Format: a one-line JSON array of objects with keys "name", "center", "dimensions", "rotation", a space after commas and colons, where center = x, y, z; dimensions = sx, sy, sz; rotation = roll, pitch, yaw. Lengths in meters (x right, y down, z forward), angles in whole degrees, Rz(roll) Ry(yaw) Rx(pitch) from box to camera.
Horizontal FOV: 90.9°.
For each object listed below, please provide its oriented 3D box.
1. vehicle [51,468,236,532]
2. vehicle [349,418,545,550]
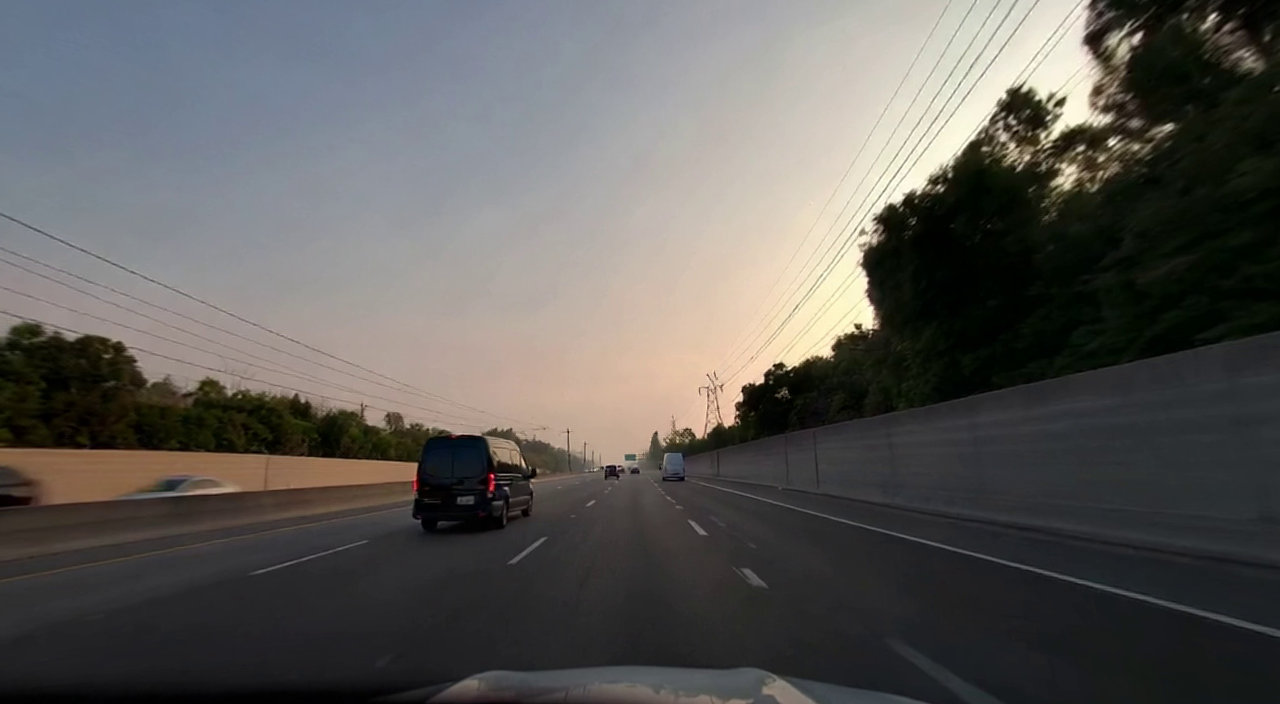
[{"name": "vehicle", "center": [-12.927, 3.849, 16.760], "dimensions": [1.823, 1.457, 3.720], "rotation": [1, -10, 0]}, {"name": "vehicle", "center": [-3.383, 2.497, 12.271], "dimensions": [2.324, 2.008, 4.654], "rotation": [1, -10, 0]}]
